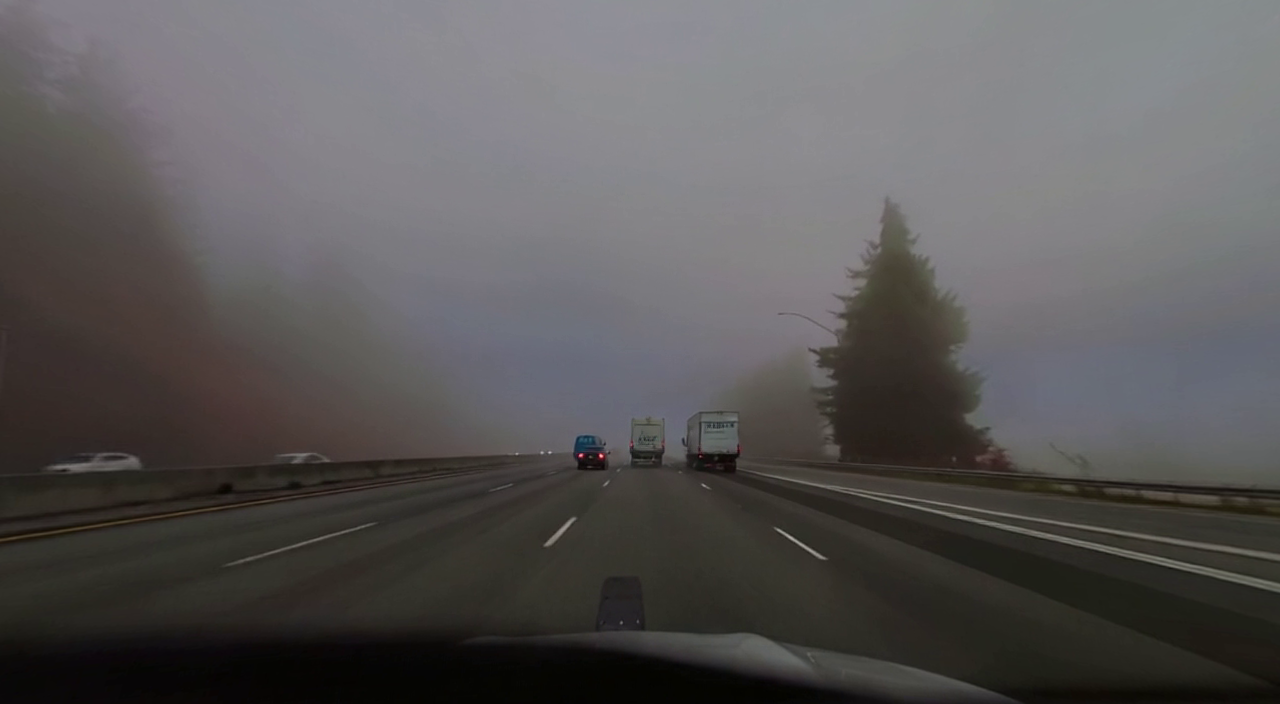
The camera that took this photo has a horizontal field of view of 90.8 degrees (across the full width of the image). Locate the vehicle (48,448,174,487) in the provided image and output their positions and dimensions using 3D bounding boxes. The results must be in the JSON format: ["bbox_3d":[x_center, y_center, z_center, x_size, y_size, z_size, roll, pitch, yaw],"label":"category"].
[{"bbox_3d":[-23.512,5.136,28.281,1.920,1.591,4.250,0,-9,0],"label":"vehicle"}]

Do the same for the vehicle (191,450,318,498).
[{"bbox_3d":[-12.894,4.067,21.397,1.808,1.441,3.831,0,-9,1],"label":"vehicle"}]

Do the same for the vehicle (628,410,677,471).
[{"bbox_3d":[0.774,6.666,47.034,3.201,4.019,10.918,0,-9,0],"label":"vehicle"}]

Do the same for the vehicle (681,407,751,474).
[{"bbox_3d":[5.204,6.601,46.392,3.319,4.075,14.516,0,-9,0],"label":"vehicle"}]

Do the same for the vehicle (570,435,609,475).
[{"bbox_3d":[-2.890,5.986,36.749,2.033,2.234,3.490,0,-9,0],"label":"vehicle"}]
